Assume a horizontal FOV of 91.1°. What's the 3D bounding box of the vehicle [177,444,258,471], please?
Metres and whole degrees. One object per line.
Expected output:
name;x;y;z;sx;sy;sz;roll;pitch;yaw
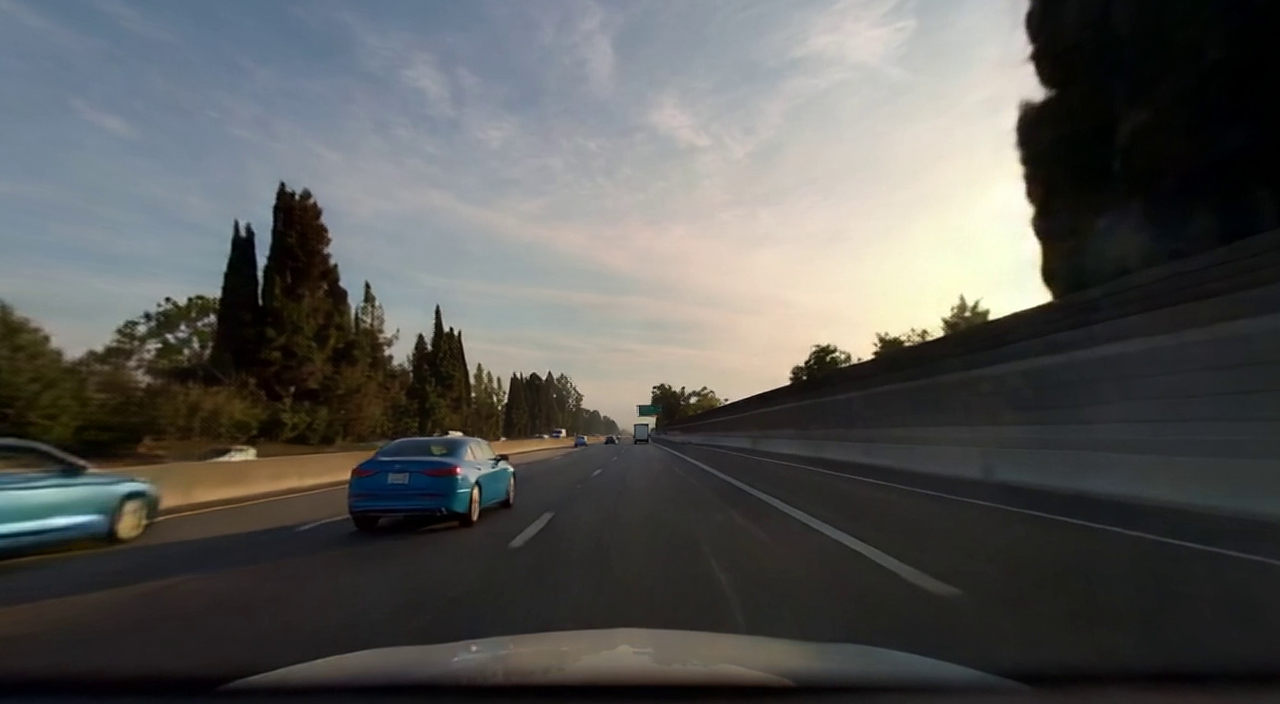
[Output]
vehicle;-25.437;6.339;38.069;1.834;1.504;4.325;0;-8;2

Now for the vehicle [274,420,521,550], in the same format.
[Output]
vehicle;-3.218;1.821;9.352;2.079;1.500;3.881;0;-8;1

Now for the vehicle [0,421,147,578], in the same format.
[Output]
vehicle;-7.190;1.356;5.563;2.084;1.494;4.404;0;-8;0
